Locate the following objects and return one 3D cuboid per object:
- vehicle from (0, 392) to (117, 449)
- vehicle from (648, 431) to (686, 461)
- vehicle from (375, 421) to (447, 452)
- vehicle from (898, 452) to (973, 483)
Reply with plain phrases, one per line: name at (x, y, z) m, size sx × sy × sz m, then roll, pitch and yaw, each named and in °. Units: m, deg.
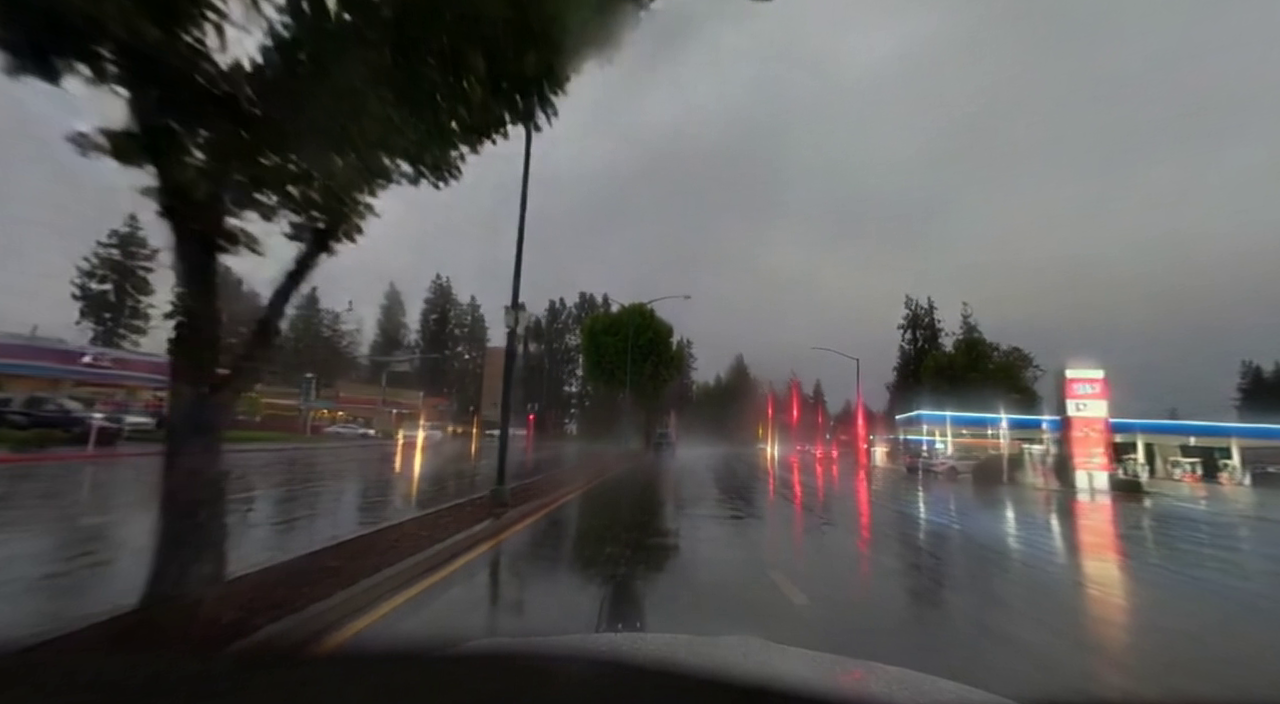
vehicle at (-22.763, 2.511, 22.917) m, size 5.480 × 1.887 × 2.376 m, roll 0°, pitch -9°, yaw 4°
vehicle at (1.633, 5.557, 37.246) m, size 2.055 × 1.655 × 4.204 m, roll 0°, pitch -8°, yaw 4°
vehicle at (-11.611, 4.378, 32.408) m, size 2.027 × 1.486 × 4.105 m, roll 0°, pitch -8°, yaw 2°
vehicle at (15.572, 6.066, 33.606) m, size 2.099 × 1.464 × 4.615 m, roll -1°, pitch -8°, yaw 5°
